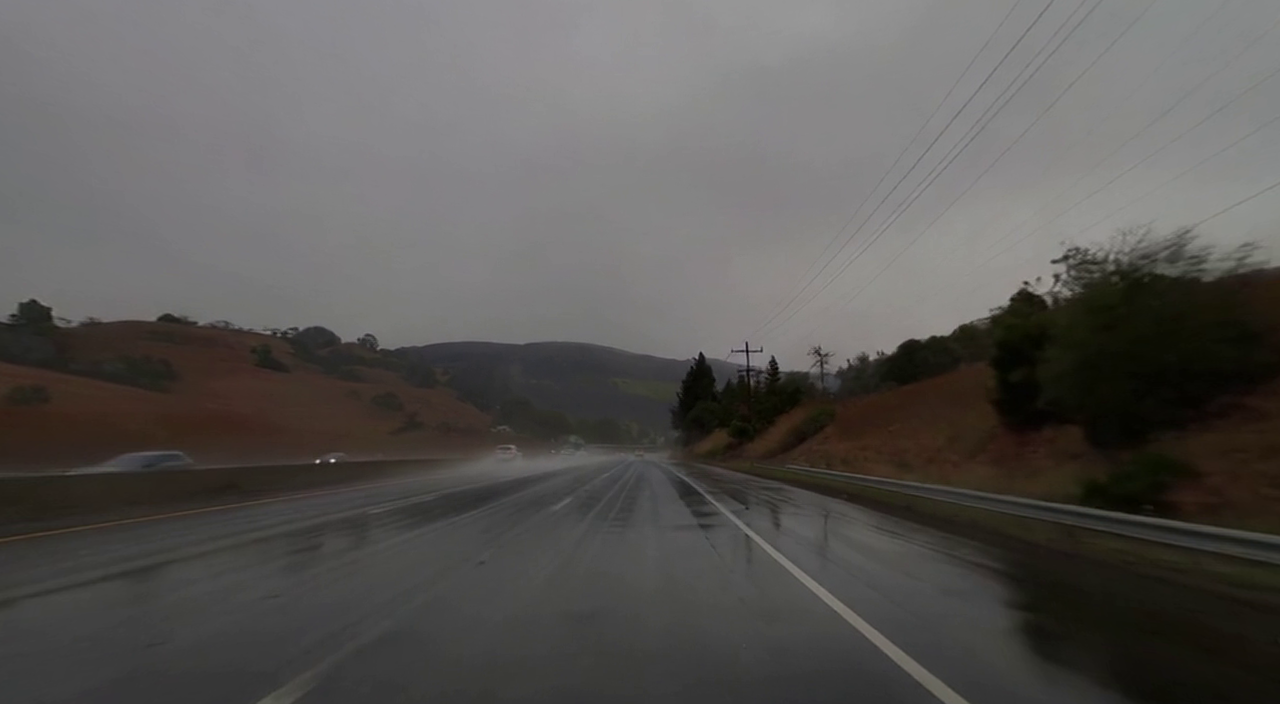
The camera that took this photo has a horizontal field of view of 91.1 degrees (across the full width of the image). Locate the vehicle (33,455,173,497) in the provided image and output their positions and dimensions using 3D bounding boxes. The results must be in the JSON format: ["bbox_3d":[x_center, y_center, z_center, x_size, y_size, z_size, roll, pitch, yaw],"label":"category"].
[{"bbox_3d":[-20.529,4.739,24.246,1.906,1.402,3.883,0,-9,1],"label":"vehicle"}]
